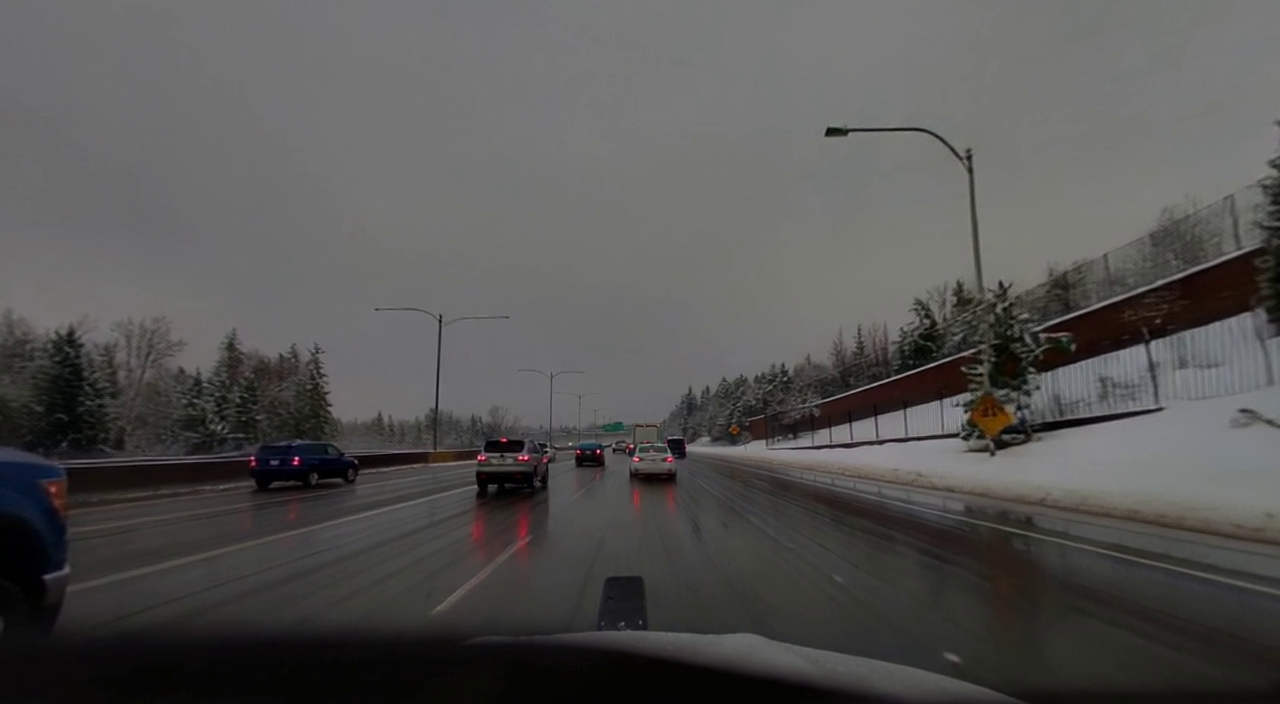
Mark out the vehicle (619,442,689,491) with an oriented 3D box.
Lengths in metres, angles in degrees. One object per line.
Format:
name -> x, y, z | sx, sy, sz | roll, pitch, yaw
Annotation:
vehicle -> 0.417, 3.703, 20.780 | 2.054, 1.421, 4.090 | 0, -8, 0

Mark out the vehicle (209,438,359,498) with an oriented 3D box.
vehicle -> -10.581, 3.450, 19.202 | 1.941, 1.602, 4.277 | 0, -8, 2

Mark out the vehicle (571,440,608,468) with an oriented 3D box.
vehicle -> -3.168, 6.461, 40.175 | 1.897, 1.646, 4.049 | 0, -8, 1

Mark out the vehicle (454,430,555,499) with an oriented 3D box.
vehicle -> -3.743, 3.183, 18.217 | 1.903, 1.721, 4.210 | 0, -8, 1
